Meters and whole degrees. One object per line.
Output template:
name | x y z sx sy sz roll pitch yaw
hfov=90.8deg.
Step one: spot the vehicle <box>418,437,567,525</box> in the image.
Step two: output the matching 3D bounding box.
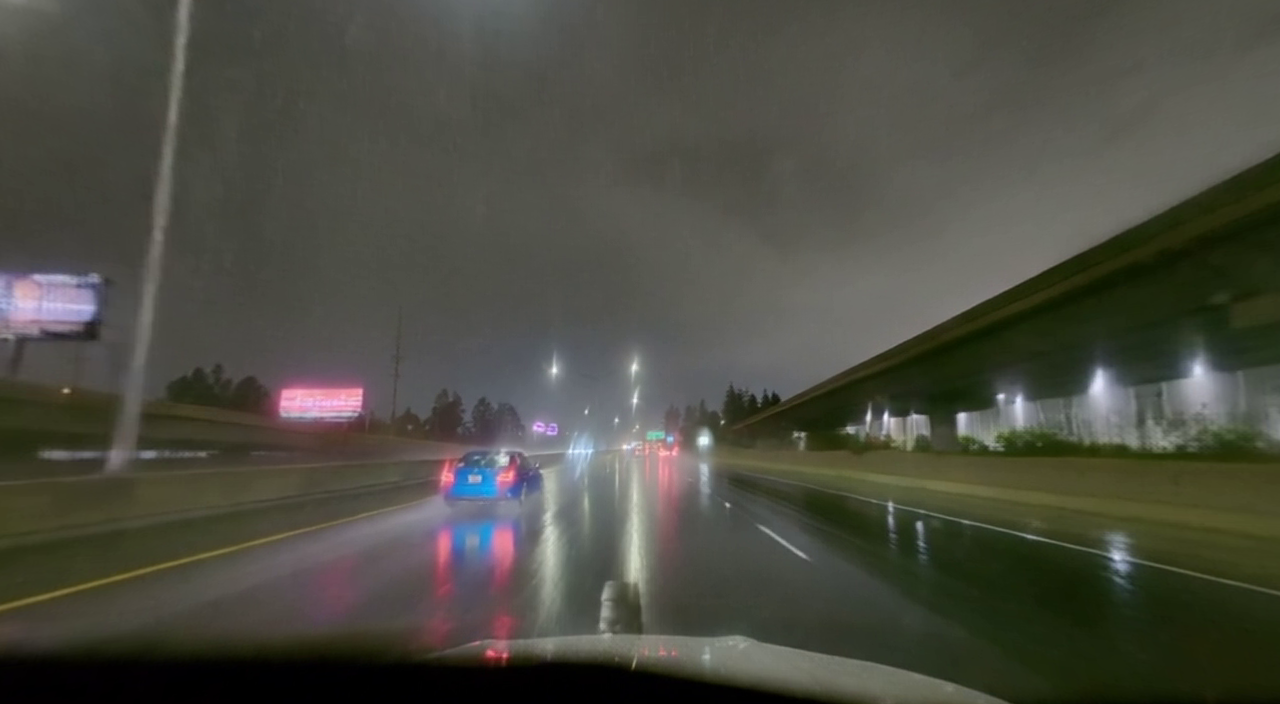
vehicle | -2.911 2.659 13.648 2.029 1.557 4.570 0 -9 1
